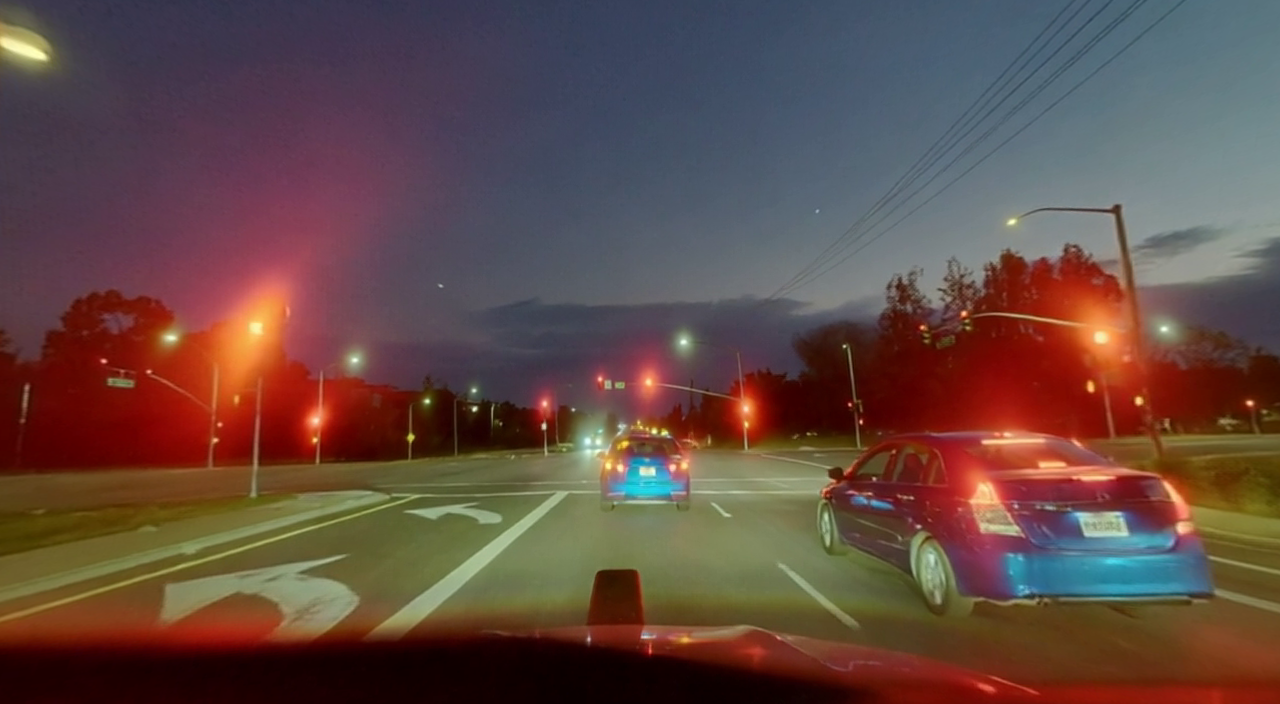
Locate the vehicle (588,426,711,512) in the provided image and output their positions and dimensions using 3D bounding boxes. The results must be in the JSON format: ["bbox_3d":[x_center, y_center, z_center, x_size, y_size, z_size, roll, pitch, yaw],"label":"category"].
[{"bbox_3d":[0.163,2.310,12.859,2.110,1.466,3.860,0,-8,0],"label":"vehicle"}]

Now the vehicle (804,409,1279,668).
[{"bbox_3d":[3.072,1.371,5.770,2.004,1.448,4.263,0,-8,0],"label":"vehicle"}]
